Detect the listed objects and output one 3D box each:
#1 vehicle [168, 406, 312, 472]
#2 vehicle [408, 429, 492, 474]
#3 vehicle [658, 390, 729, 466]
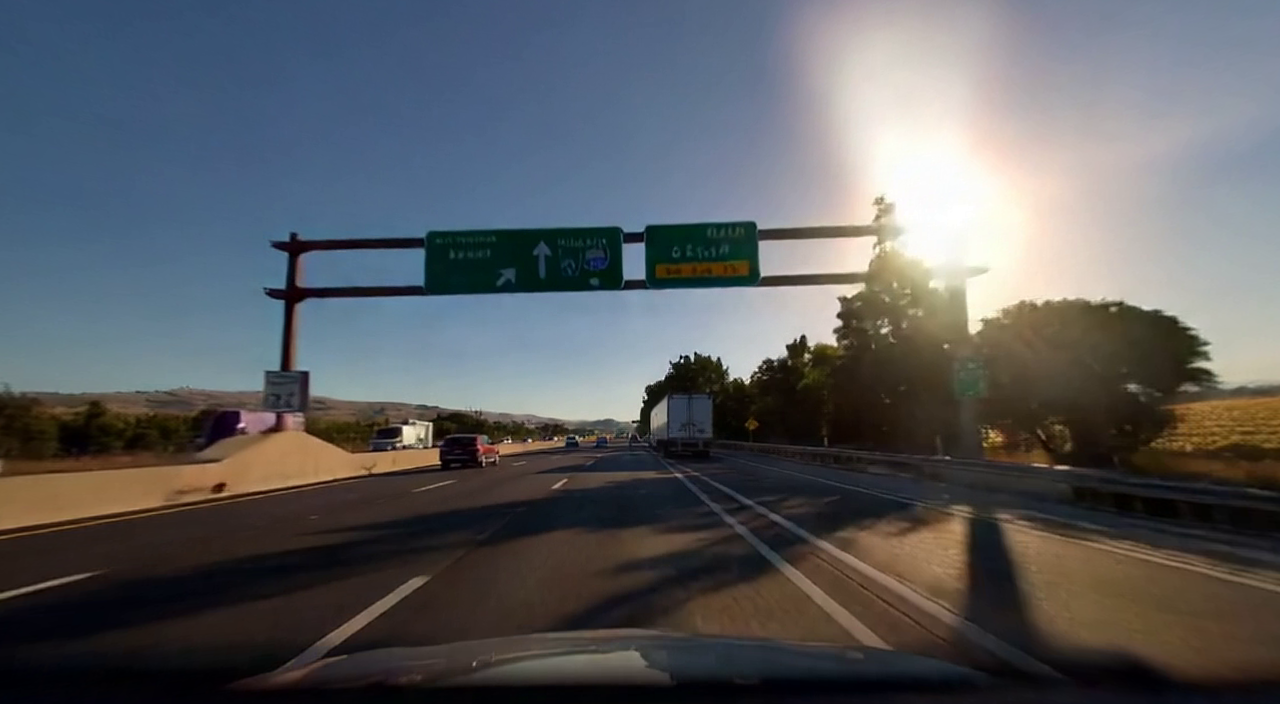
[{"bbox_3d":[-23.297,5.143,37.460,2.898,3.444,8.348,0,-8,1],"label":"vehicle"},{"bbox_3d":[-7.625,4.025,25.831,2.076,1.636,4.597,0,-8,-1],"label":"vehicle"},{"bbox_3d":[2.819,4.551,37.337,2.760,3.710,12.230,0,-7,-2],"label":"vehicle"}]
